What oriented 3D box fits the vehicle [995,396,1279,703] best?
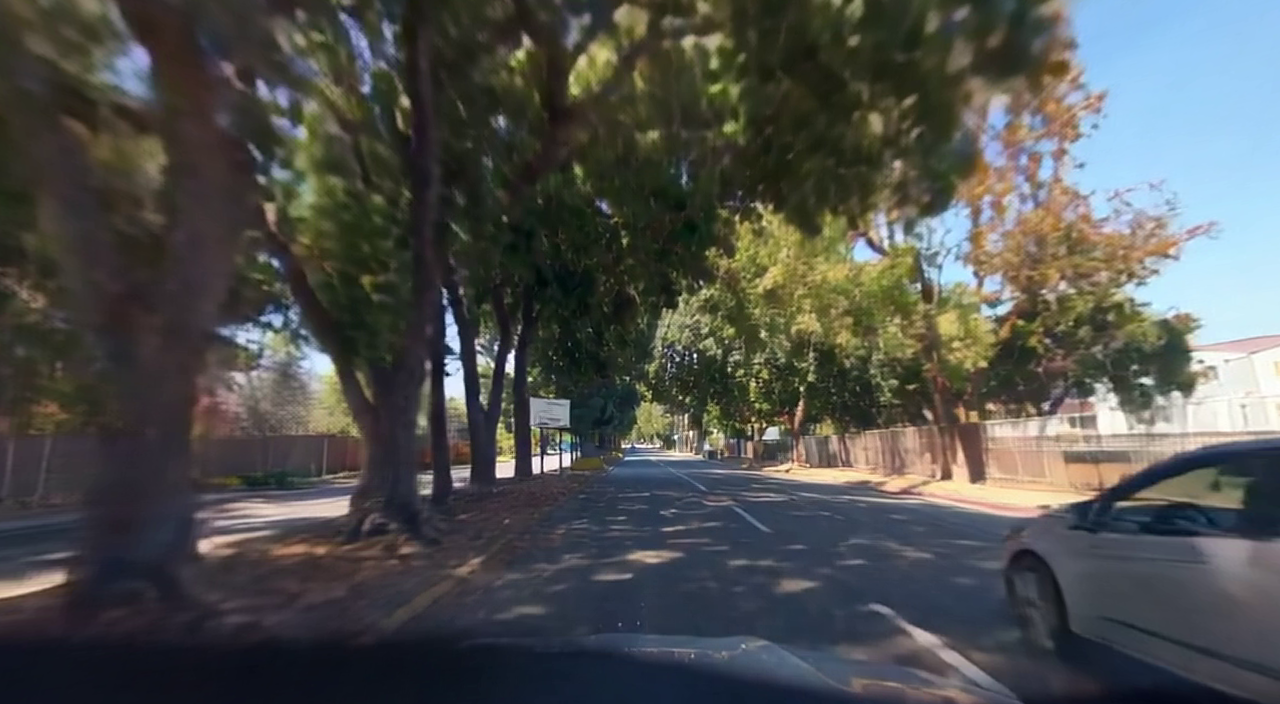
[{"bbox_3d":[3.481,0.901,2.174,1.985,1.529,4.316,0,-9,0],"label":"vehicle"}]
